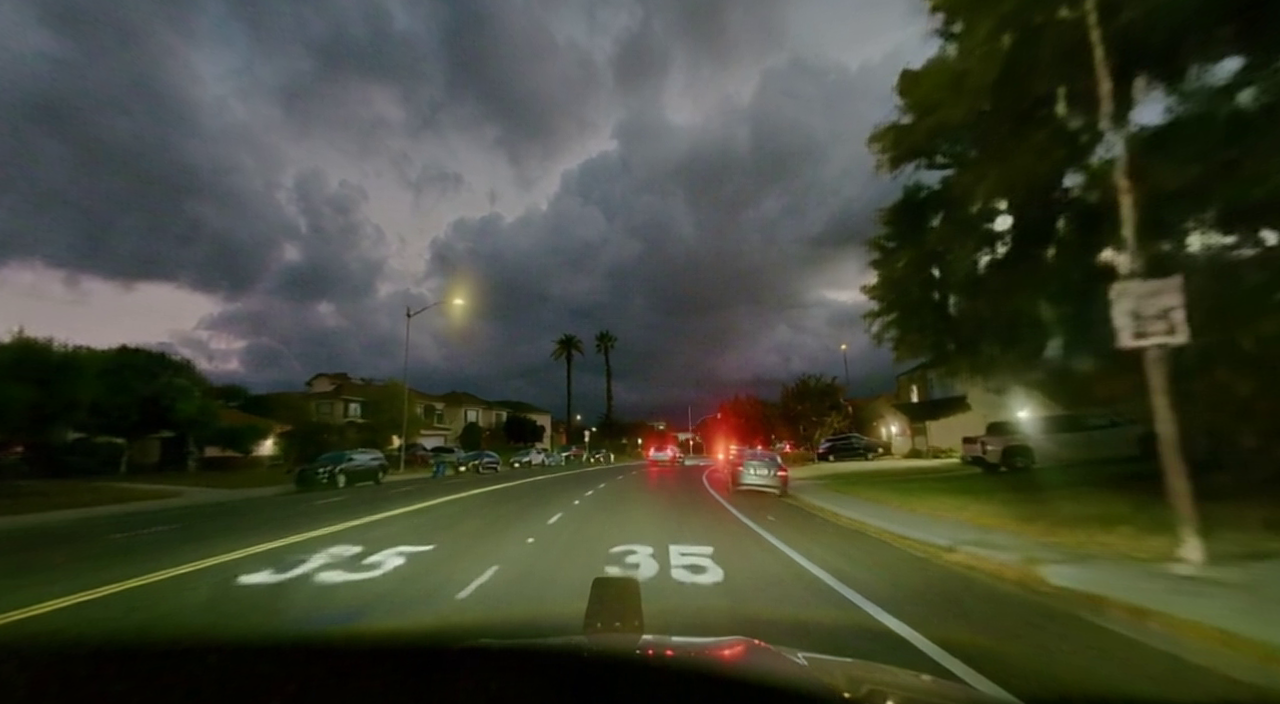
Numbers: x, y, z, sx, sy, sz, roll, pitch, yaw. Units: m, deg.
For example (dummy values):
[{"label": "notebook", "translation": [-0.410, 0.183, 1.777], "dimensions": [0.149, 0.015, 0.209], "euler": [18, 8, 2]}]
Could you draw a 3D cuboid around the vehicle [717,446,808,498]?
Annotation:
[{"label": "vehicle", "translation": [3.662, 3.661, 19.766], "dimensions": [2.037, 1.425, 4.621], "euler": [0, -9, 1]}]

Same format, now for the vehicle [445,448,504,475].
[{"label": "vehicle", "translation": [-11.231, 7.461, 43.240], "dimensions": [1.967, 1.736, 4.730], "euler": [-2, -9, 11]}]

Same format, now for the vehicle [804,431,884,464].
[{"label": "vehicle", "translation": [12.832, 6.081, 40.001], "dimensions": [4.557, 1.795, 1.986], "euler": [-5, -10, 16]}]

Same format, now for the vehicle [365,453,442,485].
[{"label": "vehicle", "translation": [-12.540, 6.190, 33.793], "dimensions": [1.866, 1.501, 4.681], "euler": [-1, -9, 7]}]

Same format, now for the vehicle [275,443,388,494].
[{"label": "vehicle", "translation": [-13.194, 5.008, 27.475], "dimensions": [2.131, 1.902, 4.924], "euler": [-3, -9, 5]}]

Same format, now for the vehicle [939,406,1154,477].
[{"label": "vehicle", "translation": [13.087, 2.979, 20.861], "dimensions": [5.550, 2.066, 2.288], "euler": [-5, -10, 29]}]

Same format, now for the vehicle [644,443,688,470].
[{"label": "vehicle", "translation": [1.640, 6.281, 38.143], "dimensions": [2.035, 1.474, 4.284], "euler": [-2, -9, 11]}]
